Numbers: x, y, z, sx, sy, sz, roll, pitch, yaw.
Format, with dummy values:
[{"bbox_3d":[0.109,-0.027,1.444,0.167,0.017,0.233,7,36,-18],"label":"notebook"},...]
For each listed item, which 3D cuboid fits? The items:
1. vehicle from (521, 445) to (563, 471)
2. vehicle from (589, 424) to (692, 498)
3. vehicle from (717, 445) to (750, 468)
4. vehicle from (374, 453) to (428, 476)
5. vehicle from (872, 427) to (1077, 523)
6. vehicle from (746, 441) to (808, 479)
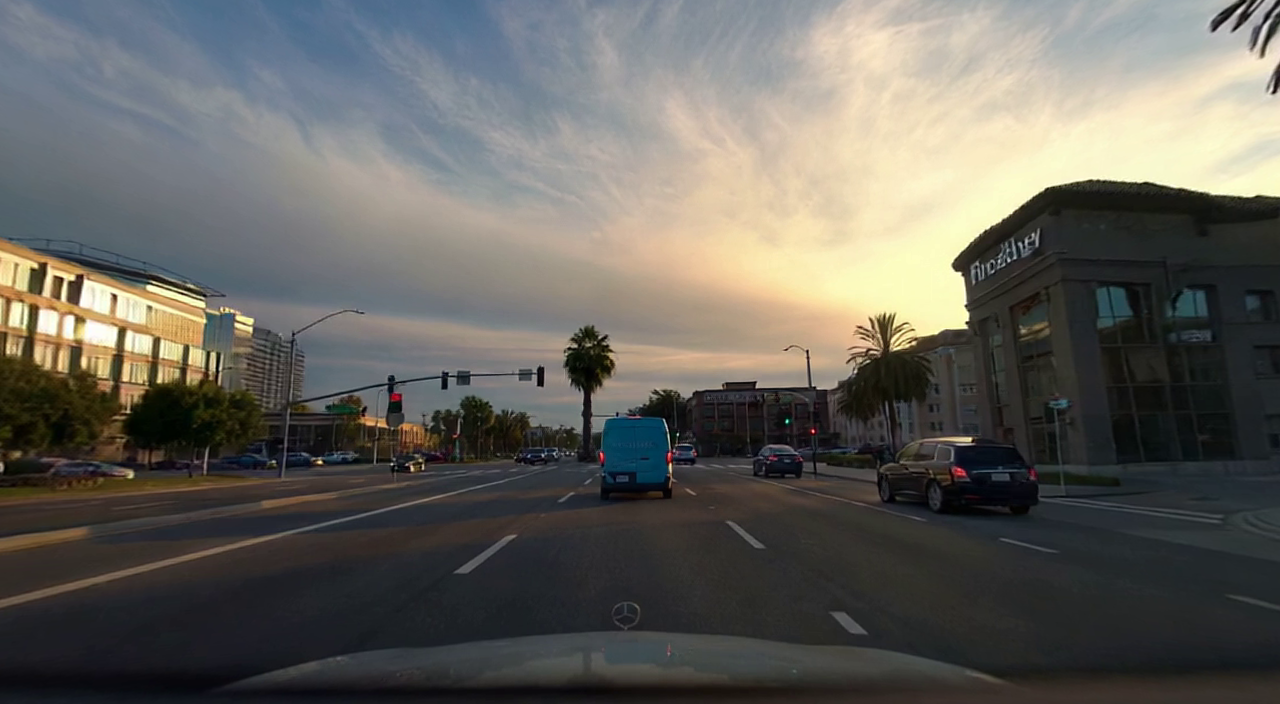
[{"bbox_3d":[-6.760,7.335,43.964,2.109,1.653,4.681,0,-9,1],"label":"vehicle"},{"bbox_3d":[-0.057,3.434,20.308,2.848,1.991,5.706,0,-9,-1],"label":"vehicle"},{"bbox_3d":[7.095,7.937,48.258,1.953,1.665,4.327,0,-9,1],"label":"vehicle"},{"bbox_3d":[-17.011,8.016,45.209,1.953,1.480,4.632,0,-9,1],"label":"vehicle"},{"bbox_3d":[7.122,2.647,14.167,2.023,1.771,4.488,0,-9,-2],"label":"vehicle"},{"bbox_3d":[6.617,5.269,31.103,1.931,1.692,4.267,0,-9,-2],"label":"vehicle"}]
